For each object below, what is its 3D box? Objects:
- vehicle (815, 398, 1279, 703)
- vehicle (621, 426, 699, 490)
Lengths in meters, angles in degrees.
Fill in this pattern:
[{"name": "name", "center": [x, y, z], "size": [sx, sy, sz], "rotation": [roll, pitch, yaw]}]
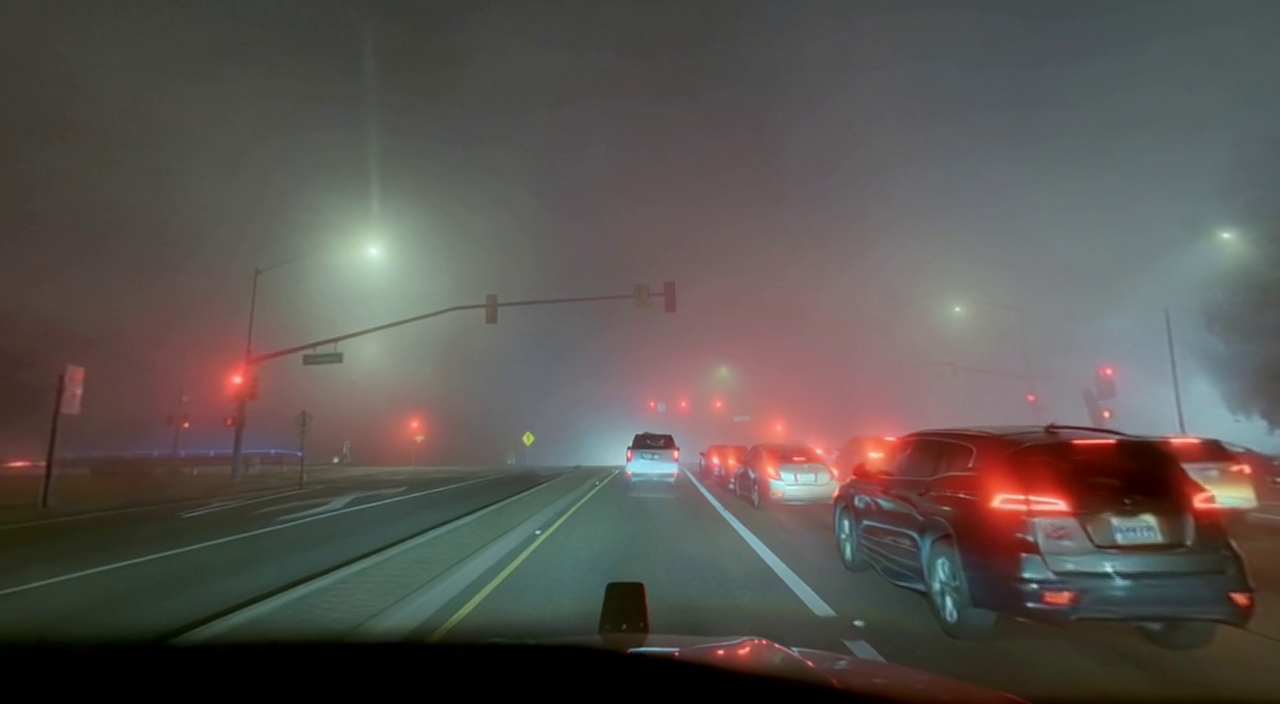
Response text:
[{"name": "vehicle", "center": [2.981, 1.280, 4.937], "size": [2.078, 1.578, 4.107], "rotation": [0, -8, 1]}, {"name": "vehicle", "center": [0.562, 3.395, 20.495], "size": [2.245, 1.800, 4.522], "rotation": [0, -8, -1]}]
